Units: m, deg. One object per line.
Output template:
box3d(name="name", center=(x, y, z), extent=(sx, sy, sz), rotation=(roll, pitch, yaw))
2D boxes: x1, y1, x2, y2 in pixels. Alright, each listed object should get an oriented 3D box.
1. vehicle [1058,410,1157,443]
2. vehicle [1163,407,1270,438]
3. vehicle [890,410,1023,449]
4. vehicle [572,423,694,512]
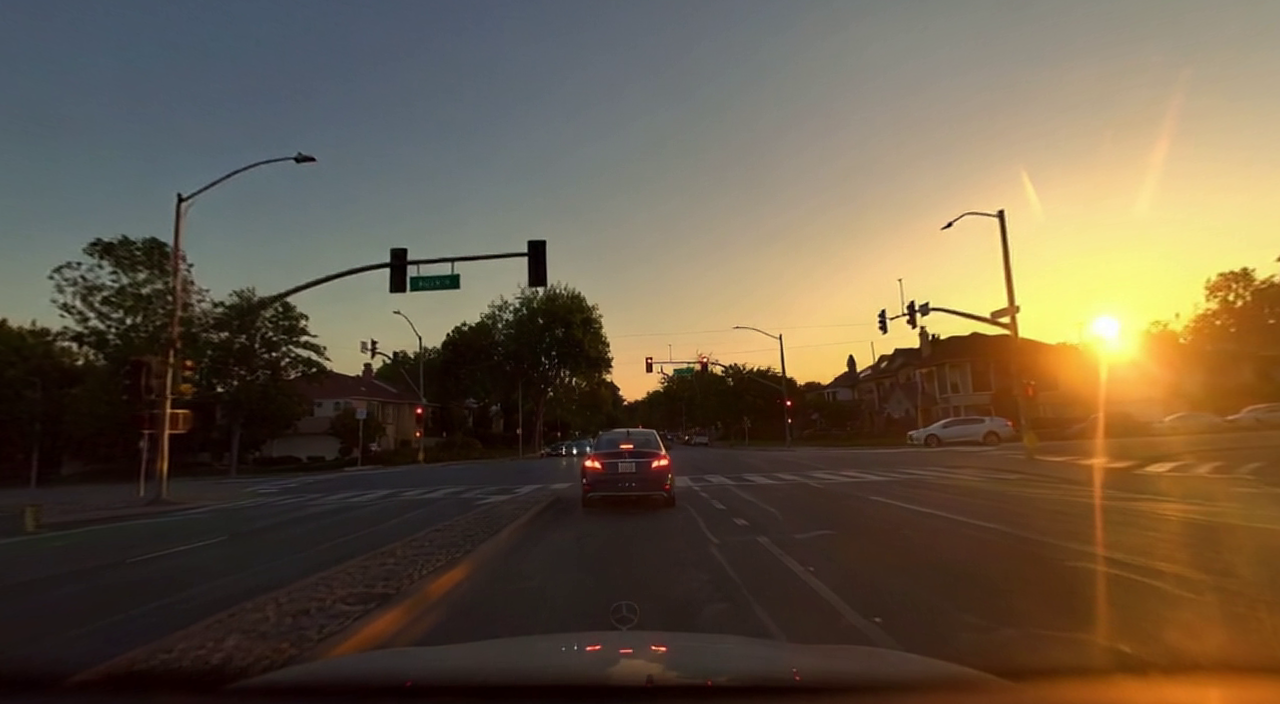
box3d(name="vehicle", center=(28.663, 4.608, 38.821), extent=(4.557, 1.899, 1.996), rotation=(1, -8, -5))
box3d(name="vehicle", center=(35.922, 4.416, 39.415), extent=(4.735, 1.784, 2.094), rotation=(1, -7, -3))
box3d(name="vehicle", center=(17.784, 4.384, 35.782), extent=(6.025, 2.000, 2.876), rotation=(1, -7, -2))
box3d(name="vehicle", center=(0.024, 2.360, 13.367), extent=(2.074, 1.570, 3.647), rotation=(0, -8, 7))
